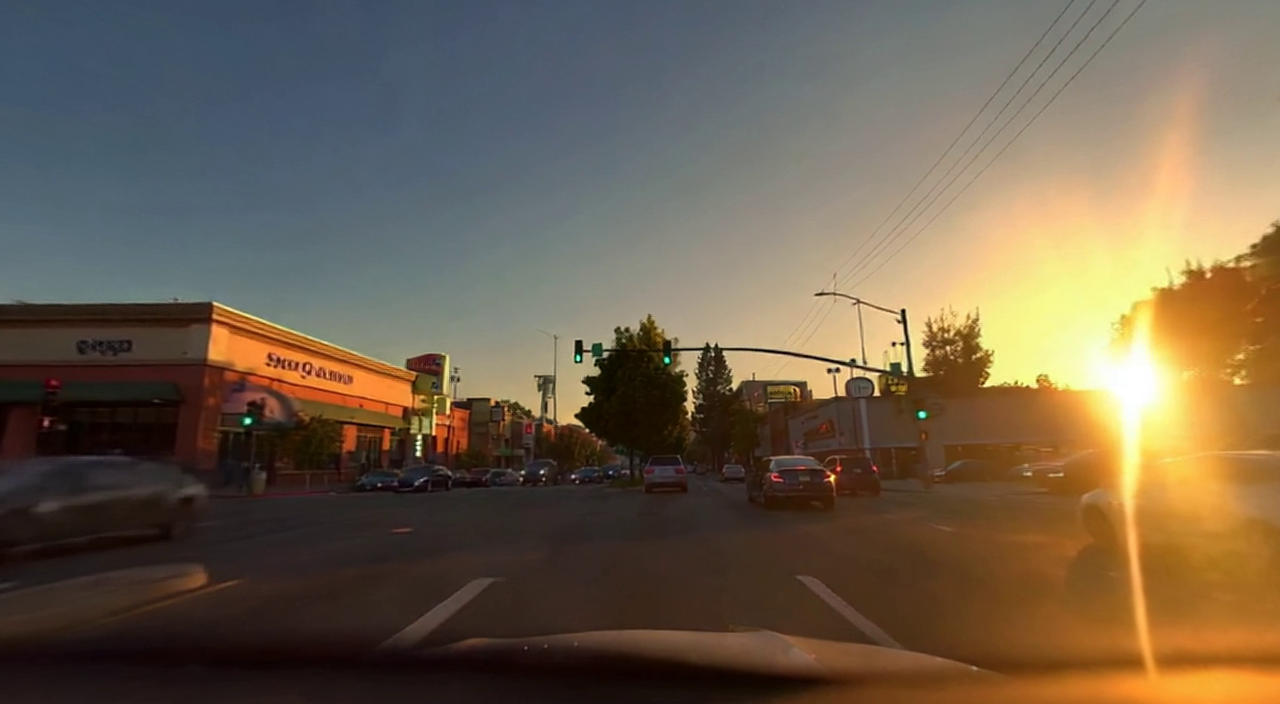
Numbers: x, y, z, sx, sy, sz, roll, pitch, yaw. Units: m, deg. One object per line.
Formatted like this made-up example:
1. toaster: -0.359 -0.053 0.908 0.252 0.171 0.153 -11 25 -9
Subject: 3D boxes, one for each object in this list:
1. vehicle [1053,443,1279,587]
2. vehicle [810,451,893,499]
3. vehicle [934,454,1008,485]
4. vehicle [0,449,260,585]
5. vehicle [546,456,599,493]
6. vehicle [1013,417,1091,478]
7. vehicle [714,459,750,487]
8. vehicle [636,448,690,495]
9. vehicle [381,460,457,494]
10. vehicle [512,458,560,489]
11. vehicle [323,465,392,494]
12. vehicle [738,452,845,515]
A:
1. vehicle: 7.558 1.863 7.739 1.911 1.466 4.572 0 -8 1
2. vehicle: 8.604 4.986 26.073 2.040 1.738 4.414 0 -8 2
3. vehicle: 17.656 6.197 33.518 4.373 1.399 2.052 7 -11 -42
4. vehicle: -8.150 2.212 9.359 1.993 1.491 4.673 0 -8 2
5. vehicle: -3.491 6.466 33.631 2.041 1.494 4.647 -3 -6 3
6. vehicle: 18.974 4.357 29.041 2.521 2.491 5.455 -7 -10 33
7. vehicle: 6.358 8.373 44.024 2.036 1.719 4.318 0 -8 3
8. vehicle: 1.053 5.216 28.031 2.210 1.861 4.280 -1 -8 3
9. vehicle: -10.889 6.172 31.413 1.871 1.453 4.575 -1 -8 4
10. vehicle: -6.714 7.885 41.214 2.065 1.805 4.668 -1 -8 4
11. vehicle: -17.468 7.900 39.243 2.125 1.484 4.832 -1 -9 -1
12. vehicle: 4.091 3.602 17.873 1.963 1.484 4.609 0 -8 1
